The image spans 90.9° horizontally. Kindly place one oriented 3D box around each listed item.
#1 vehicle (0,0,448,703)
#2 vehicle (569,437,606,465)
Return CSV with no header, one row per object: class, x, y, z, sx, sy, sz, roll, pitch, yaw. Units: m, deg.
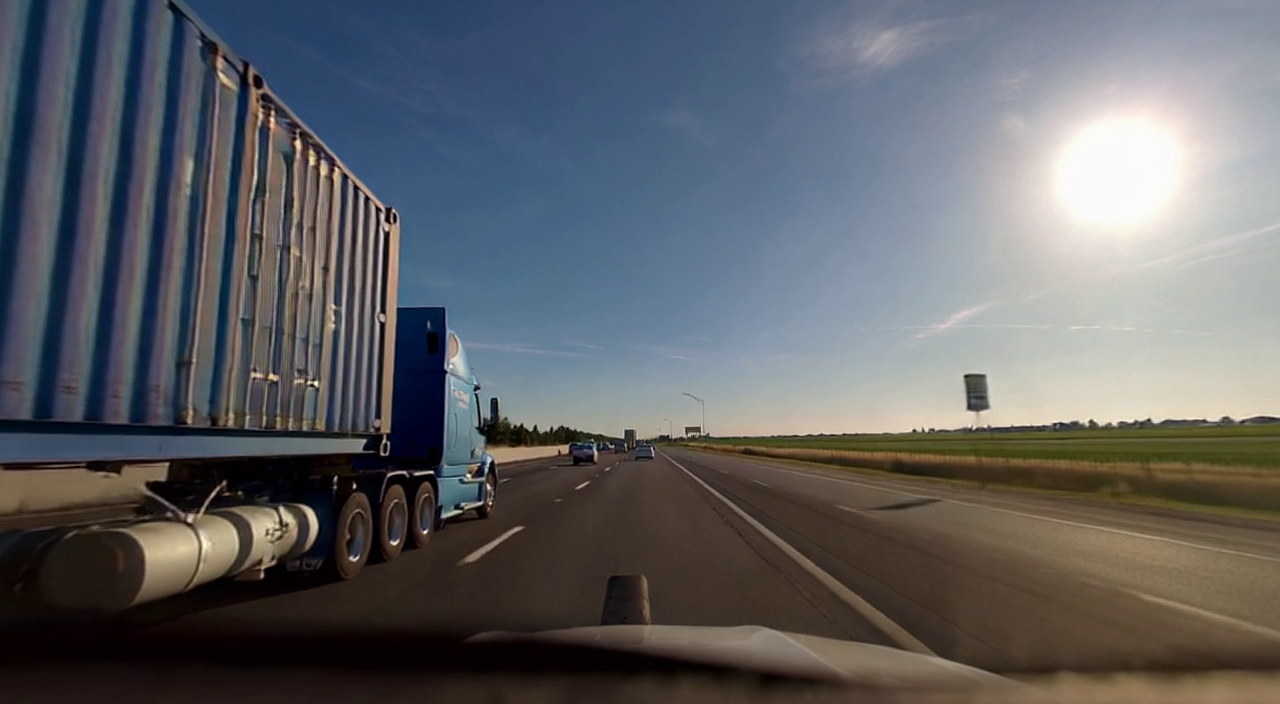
vehicle,-4.056,-0.347,1.440,2.840,4.032,13.388,0,-8,1
vehicle,-3.430,6.585,42.109,1.995,1.745,4.187,0,-8,1
